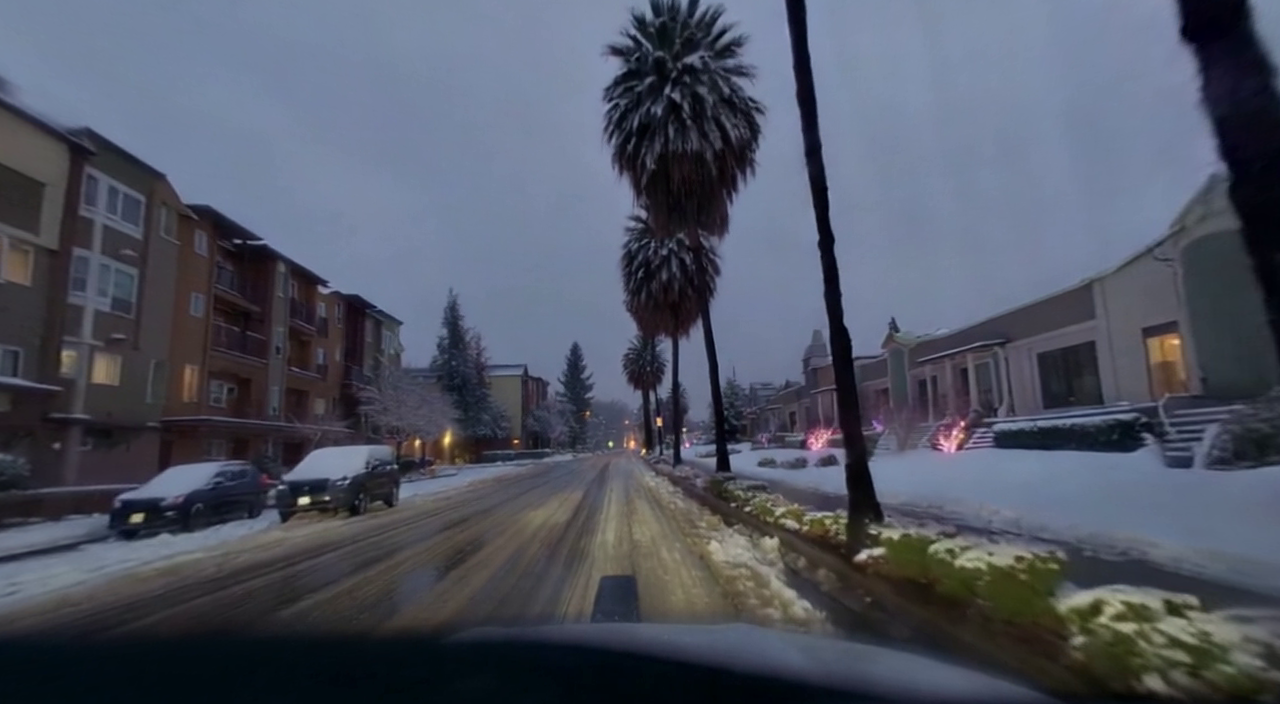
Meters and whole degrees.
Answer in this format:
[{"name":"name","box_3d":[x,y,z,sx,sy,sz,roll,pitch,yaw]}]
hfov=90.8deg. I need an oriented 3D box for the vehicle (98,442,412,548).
[{"name":"vehicle","box_3d":[-7.154,2.658,12.234,4.803,1.520,1.894,-3,-8,-6]}]
